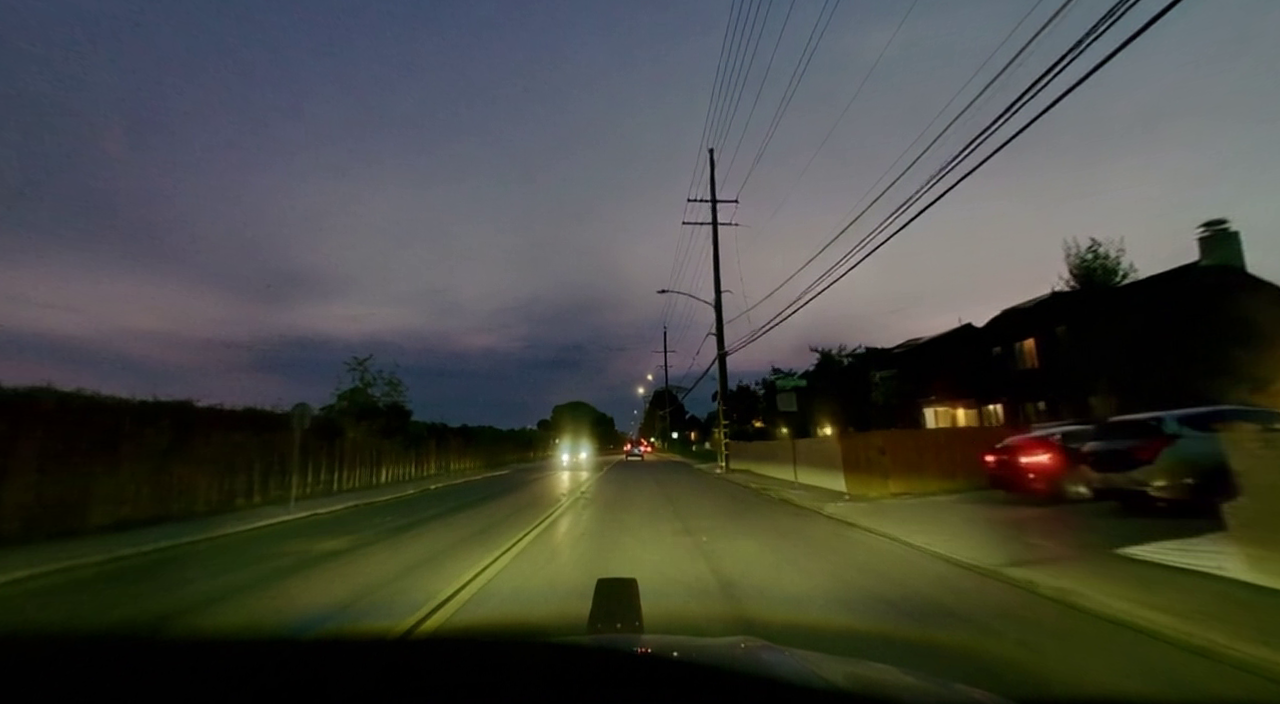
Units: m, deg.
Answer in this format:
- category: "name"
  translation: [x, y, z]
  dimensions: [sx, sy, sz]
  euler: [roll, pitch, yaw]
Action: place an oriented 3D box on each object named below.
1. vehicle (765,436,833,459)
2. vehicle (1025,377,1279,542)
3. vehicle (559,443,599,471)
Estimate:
- category: "vehicle"
  translation: [12.311, 7.434, 49.105]
  dimensions: [4.701, 1.745, 2.083]
  euler: [0, -9, 2]
- category: "vehicle"
  translation: [9.396, 1.557, 9.450]
  dimensions: [5.590, 2.067, 2.553]
  euler: [0, -9, -3]
- category: "vehicle"
  translation: [-3.898, 6.758, 40.870]
  dimensions: [2.146, 1.657, 4.351]
  euler: [0, -9, 0]
